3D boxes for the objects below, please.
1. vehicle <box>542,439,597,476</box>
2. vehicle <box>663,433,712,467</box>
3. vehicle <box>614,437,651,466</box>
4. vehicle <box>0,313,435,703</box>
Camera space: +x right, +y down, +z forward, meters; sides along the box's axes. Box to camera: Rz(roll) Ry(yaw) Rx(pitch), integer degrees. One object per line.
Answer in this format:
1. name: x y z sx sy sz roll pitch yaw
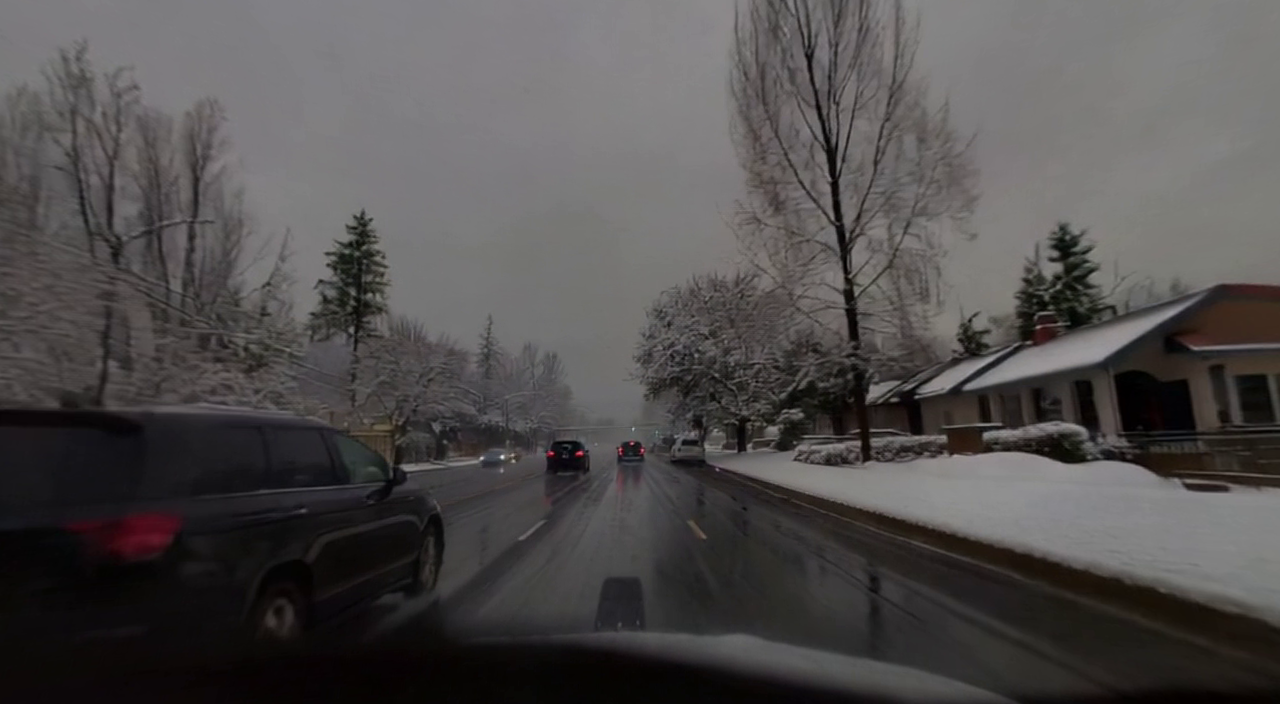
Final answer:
1. vehicle: -3.266 5.035 30.273 2.167 1.634 4.220 0 -9 0
2. vehicle: 3.007 6.350 41.092 2.653 2.058 5.096 0 -9 -1
3. vehicle: -0.513 6.631 42.096 2.376 1.801 4.317 0 -9 -1
4. vehicle: -3.216 1.031 3.853 2.257 1.751 5.028 0 -9 0
